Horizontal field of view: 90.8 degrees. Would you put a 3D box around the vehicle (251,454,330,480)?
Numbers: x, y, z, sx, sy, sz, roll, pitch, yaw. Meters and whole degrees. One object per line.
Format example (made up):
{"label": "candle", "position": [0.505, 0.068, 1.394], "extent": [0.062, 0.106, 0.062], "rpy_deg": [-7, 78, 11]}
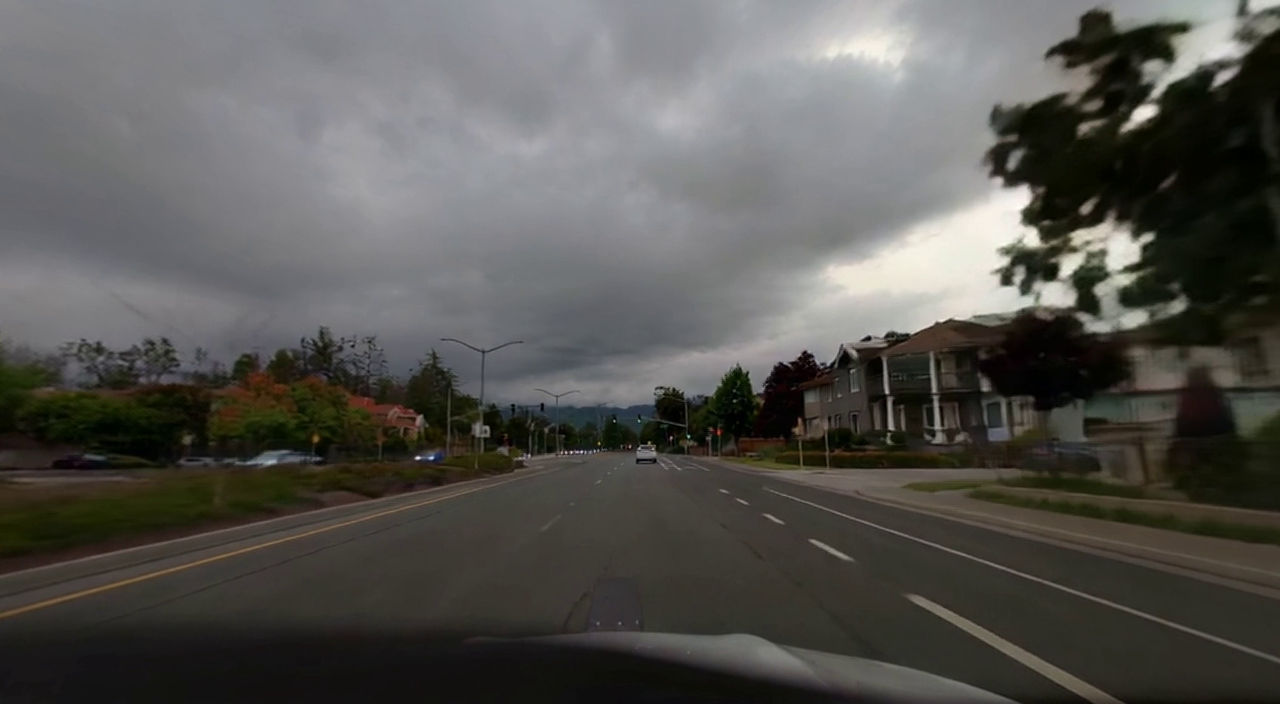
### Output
{"label": "vehicle", "position": [-19.794, 6.509, 36.001], "extent": [1.966, 1.341, 4.442], "rpy_deg": [0, -9, 0]}
